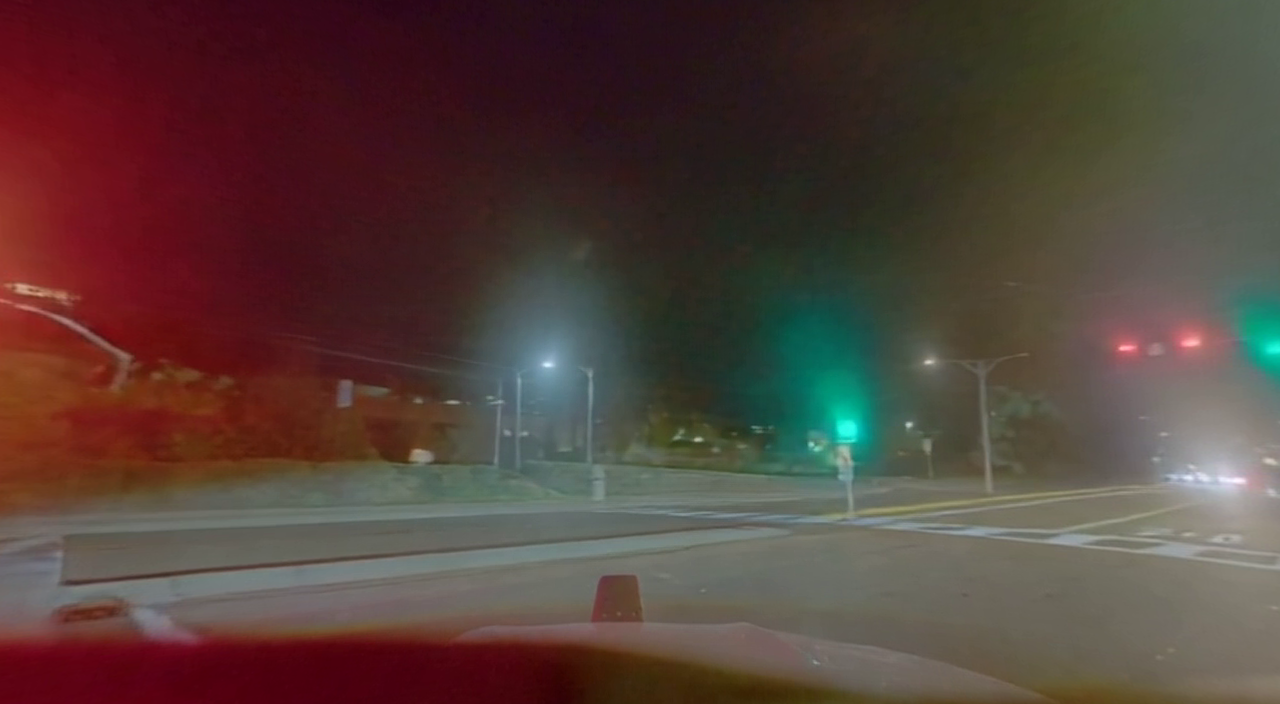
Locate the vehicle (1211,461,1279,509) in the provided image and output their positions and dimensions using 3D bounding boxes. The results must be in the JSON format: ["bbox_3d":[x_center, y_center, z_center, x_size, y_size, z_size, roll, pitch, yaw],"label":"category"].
[{"bbox_3d":[24.686,5.234,25.191,4.551,1.657,2.218,8,-11,-41],"label":"vehicle"}]
